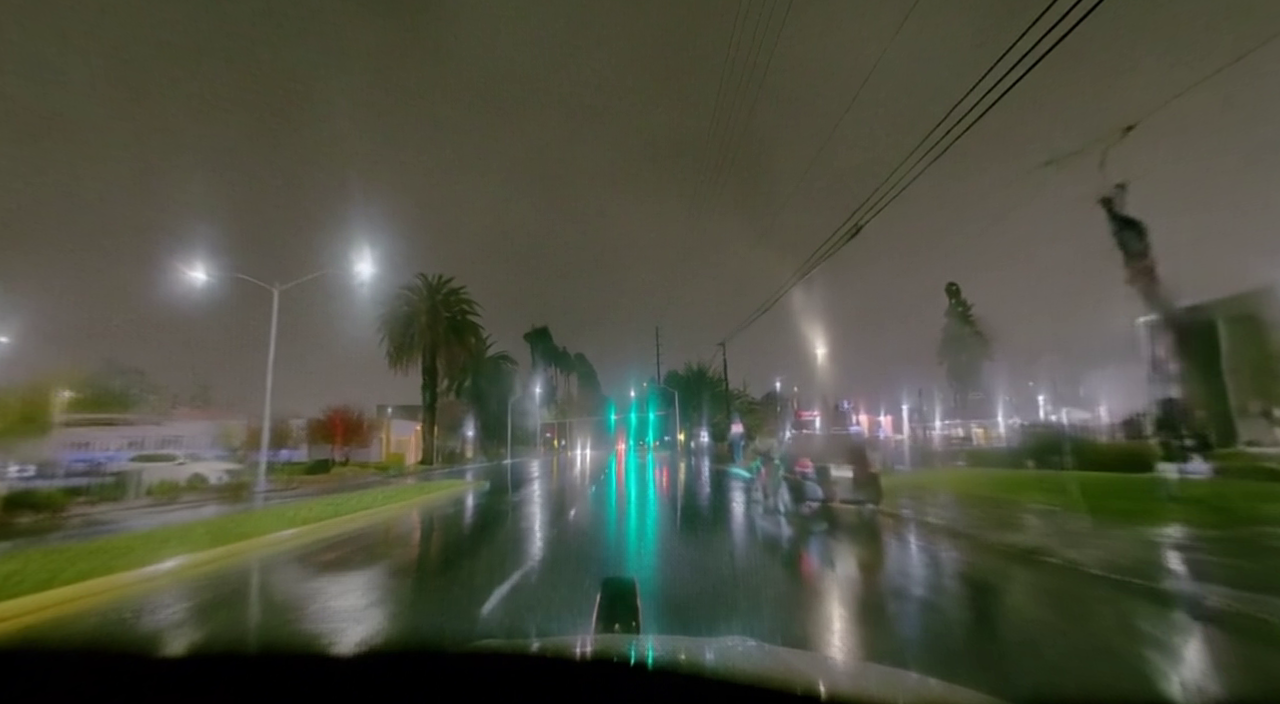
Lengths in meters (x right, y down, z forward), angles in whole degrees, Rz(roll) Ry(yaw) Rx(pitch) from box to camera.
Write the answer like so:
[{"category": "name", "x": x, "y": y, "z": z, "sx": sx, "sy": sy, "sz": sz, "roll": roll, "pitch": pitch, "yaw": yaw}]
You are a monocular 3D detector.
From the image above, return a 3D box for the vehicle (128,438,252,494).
[{"category": "vehicle", "x": -19.456, "y": 4.828, "z": 27.195, "sx": 6.167, "sy": 2.125, "sz": 2.526, "roll": -7, "pitch": -11, "yaw": 38}]

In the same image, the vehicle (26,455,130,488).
[{"category": "vehicle", "x": -37.785, "y": 8.029, "z": 42.567, "sx": 4.828, "sy": 1.948, "sz": 2.094, "roll": -1, "pitch": -9, "yaw": -3}]

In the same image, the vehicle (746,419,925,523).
[{"category": "vehicle", "x": 3.701, "y": 2.350, "z": 12.981, "sx": 2.138, "sy": 1.743, "sz": 4.363, "roll": 0, "pitch": -9, "yaw": -2}]
